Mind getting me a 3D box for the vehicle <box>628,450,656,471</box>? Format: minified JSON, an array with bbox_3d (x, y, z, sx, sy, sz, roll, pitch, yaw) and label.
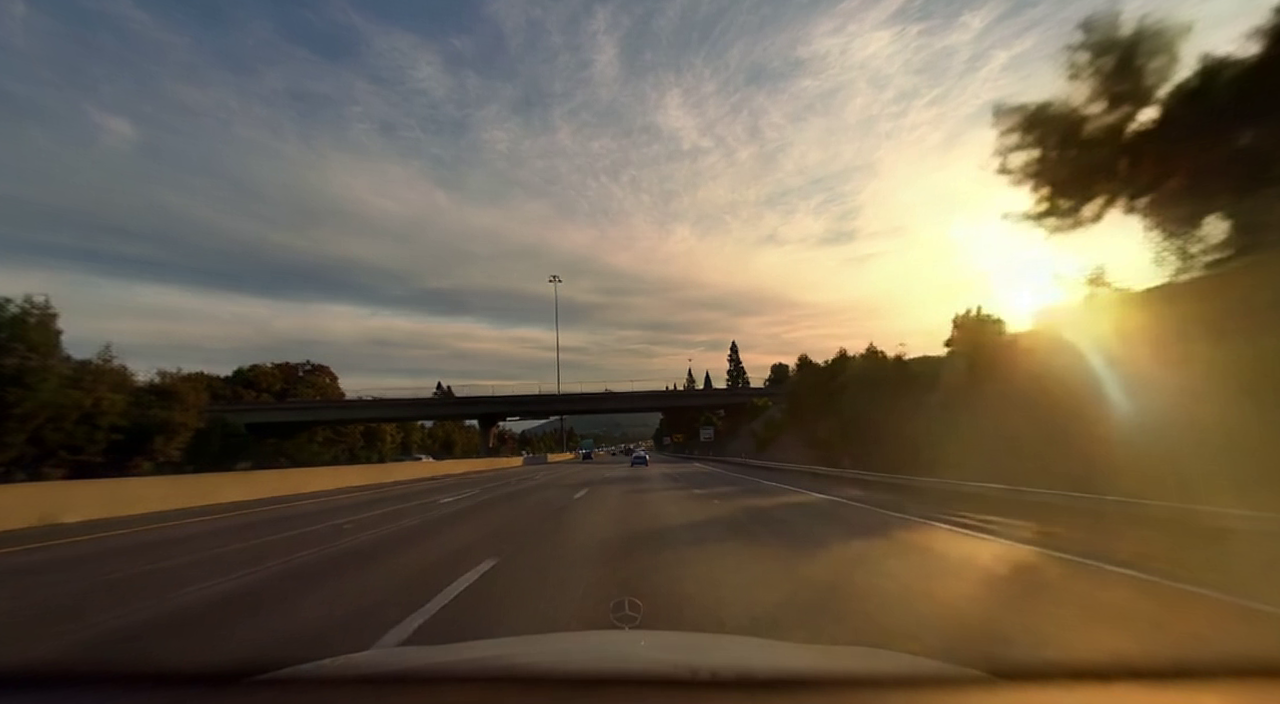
[{"bbox_3d":[0.141,8.449,49.225,2.113,1.537,4.208,0,-9,0],"label":"vehicle"}]
